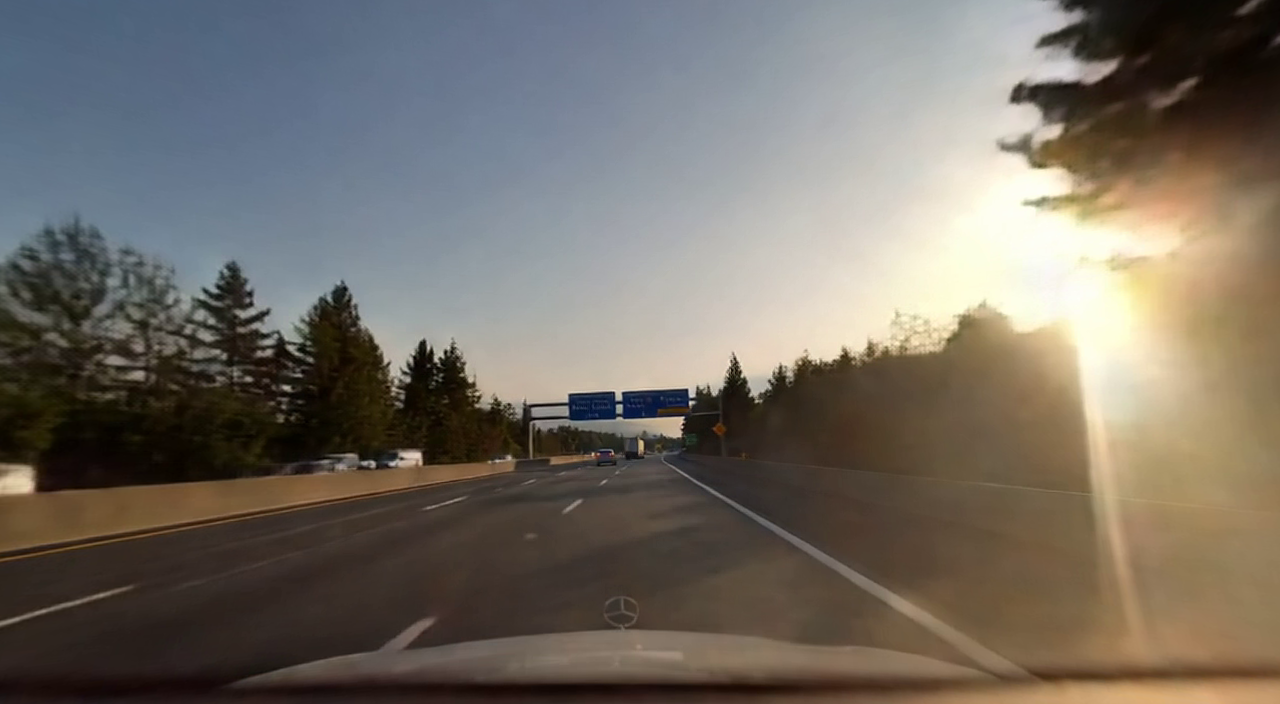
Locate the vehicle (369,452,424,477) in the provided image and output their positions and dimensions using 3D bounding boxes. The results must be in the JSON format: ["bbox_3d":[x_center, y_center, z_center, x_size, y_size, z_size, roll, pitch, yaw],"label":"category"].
[{"bbox_3d":[-19.005,8.762,49.162,2.088,1.792,5.243,0,-9,2],"label":"vehicle"}]

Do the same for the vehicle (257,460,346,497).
[{"bbox_3d":[-15.132,5.650,28.272,1.794,1.466,3.854,0,-9,1],"label":"vehicle"}]
